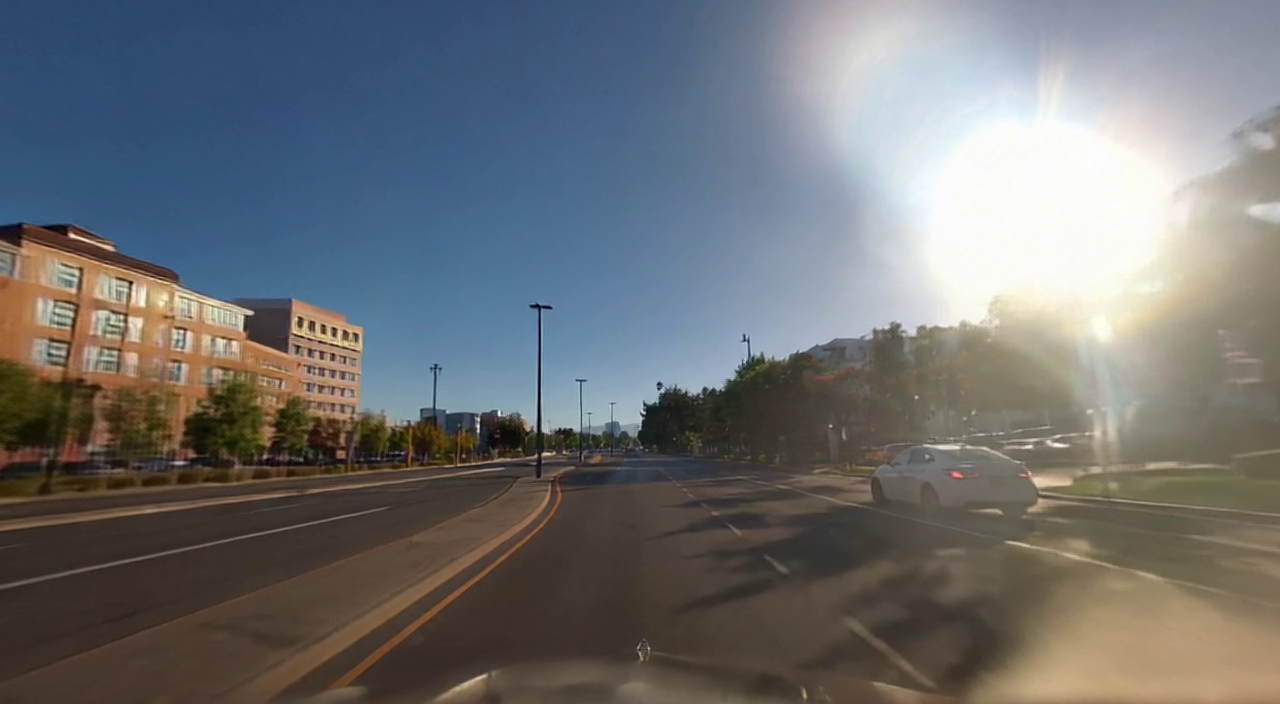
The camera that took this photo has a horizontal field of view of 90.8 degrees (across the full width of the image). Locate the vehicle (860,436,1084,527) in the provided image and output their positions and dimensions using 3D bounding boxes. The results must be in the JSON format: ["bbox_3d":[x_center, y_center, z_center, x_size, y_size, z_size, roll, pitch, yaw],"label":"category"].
[{"bbox_3d":[6.413,2.534,13.014,1.913,1.504,4.738,0,-9,-2],"label":"vehicle"}]
